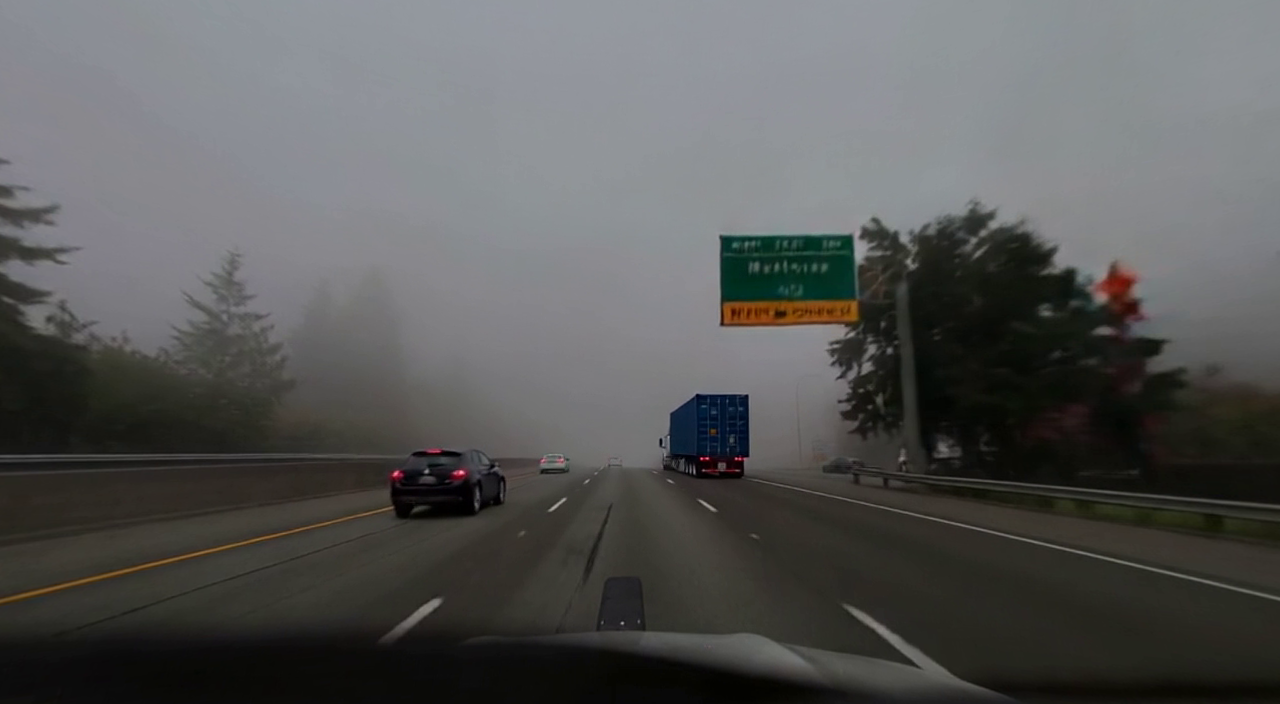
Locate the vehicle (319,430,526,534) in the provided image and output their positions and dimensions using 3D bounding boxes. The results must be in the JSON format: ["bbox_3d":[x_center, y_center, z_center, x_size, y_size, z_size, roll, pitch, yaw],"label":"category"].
[{"bbox_3d":[-3.969,2.500,12.756,2.370,1.647,5.091,0,-9,0],"label":"vehicle"}]

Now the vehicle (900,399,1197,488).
[{"bbox_3d":[23.666,5.829,39.355,3.081,4.331,17.117,3,-10,-19],"label":"vehicle"}]

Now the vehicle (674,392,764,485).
[{"bbox_3d":[3.791,4.792,34.083,2.821,4.046,12.876,0,-9,-2],"label":"vehicle"}]

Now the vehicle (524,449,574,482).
[{"bbox_3d":[-4.505,5.690,31.752,2.063,1.532,3.763,0,-9,-1],"label":"vehicle"}]
